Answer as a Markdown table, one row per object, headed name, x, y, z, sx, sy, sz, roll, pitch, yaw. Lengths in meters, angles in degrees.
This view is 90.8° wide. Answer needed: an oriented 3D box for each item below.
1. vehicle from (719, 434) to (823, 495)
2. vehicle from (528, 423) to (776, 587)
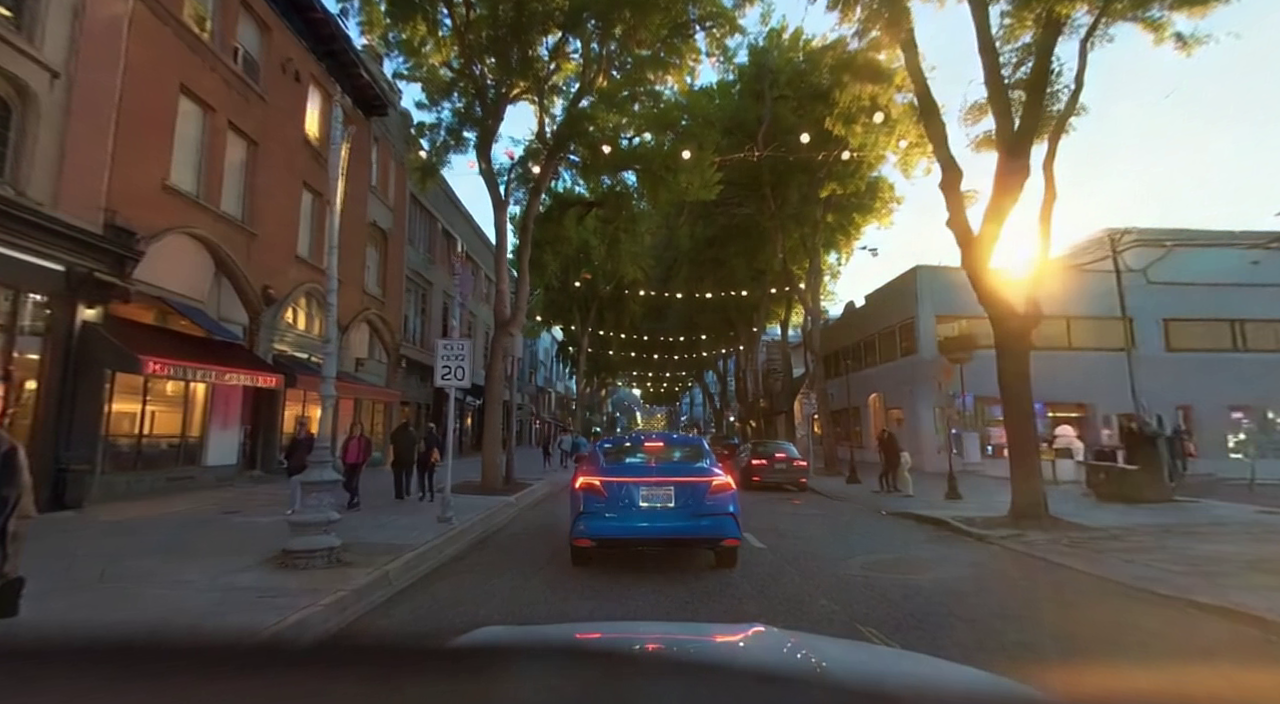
| name | x | y | z | sx | sy | sz | roll | pitch | yaw |
| --- | --- | --- | --- | --- | --- | --- | --- | --- | --- |
| vehicle | 3.618 | 3.196 | 18.351 | 2.025 | 1.523 | 4.426 | 0 | -9 | 0 |
| vehicle | 0.085 | 1.715 | 7.917 | 2.261 | 1.474 | 4.130 | 0 | -8 | -1 |
